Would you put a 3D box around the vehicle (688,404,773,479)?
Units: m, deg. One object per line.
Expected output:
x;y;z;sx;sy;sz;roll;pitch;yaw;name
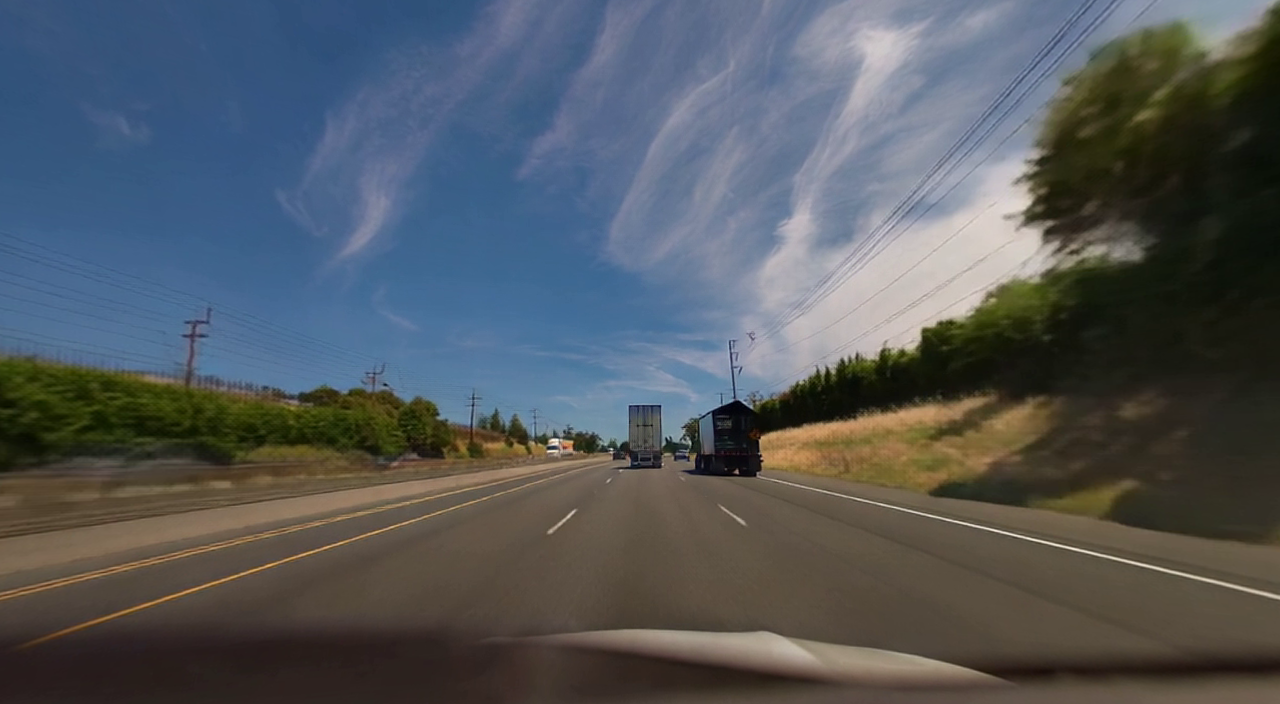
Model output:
4.421;4.766;32.979;2.938;3.378;8.820;0;-9;-1;vehicle

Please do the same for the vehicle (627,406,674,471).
0.667;6.572;46.767;2.997;4.076;13.224;0;-9;0;vehicle
